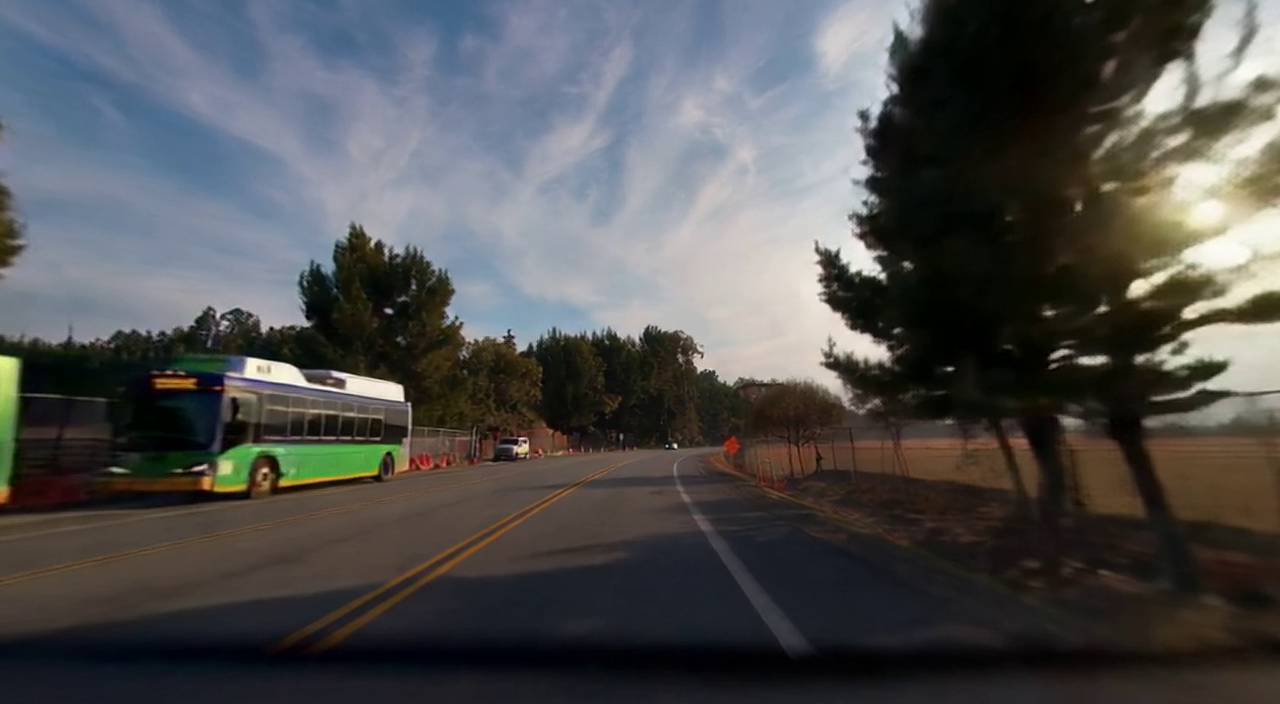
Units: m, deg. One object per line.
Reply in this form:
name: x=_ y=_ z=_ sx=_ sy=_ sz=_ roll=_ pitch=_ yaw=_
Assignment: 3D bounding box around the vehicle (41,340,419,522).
vehicle: x=-10.531 y=2.369 z=19.090 sx=3.092 sy=3.562 sz=12.230 roll=-3 pitch=-7 yaw=1
